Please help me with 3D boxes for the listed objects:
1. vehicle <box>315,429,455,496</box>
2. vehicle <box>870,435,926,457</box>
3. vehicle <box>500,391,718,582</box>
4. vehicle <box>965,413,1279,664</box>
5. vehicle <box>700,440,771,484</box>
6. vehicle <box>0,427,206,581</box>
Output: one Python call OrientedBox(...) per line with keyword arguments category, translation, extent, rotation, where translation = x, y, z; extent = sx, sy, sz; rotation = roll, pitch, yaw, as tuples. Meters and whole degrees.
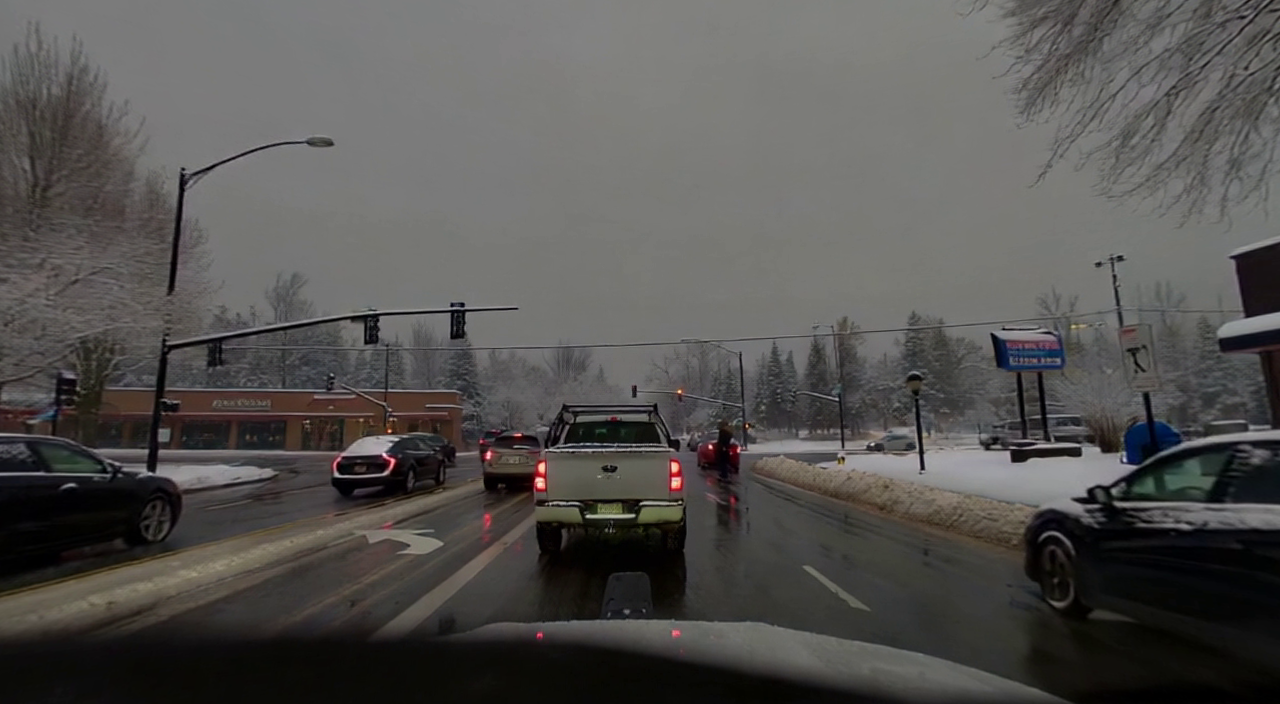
OrientedBox(category="vehicle", translation=(-7.037, 3.096, 17.998), extent=(1.941, 1.655, 4.503), rotation=(0, -8, 2))
OrientedBox(category="vehicle", translation=(20.095, 7.332, 49.035), extent=(4.361, 1.653, 2.034), rotation=(6, -11, -37))
OrientedBox(category="vehicle", translation=(-0.312, 1.599, 8.238), extent=(2.064, 1.817, 4.298), rotation=(0, -8, -1))
OrientedBox(category="vehicle", translation=(4.804, 1.162, 4.070), extent=(1.957, 1.490, 4.718), rotation=(3, -9, -18))
OrientedBox(category="vehicle", translation=(3.429, 4.046, 23.512), extent=(2.023, 1.441, 4.240), rotation=(0, -8, 1))
OrientedBox(category="vehicle", translation=(-6.995, 1.530, 6.574), extent=(1.831, 1.451, 4.382), rotation=(0, -8, -1))
